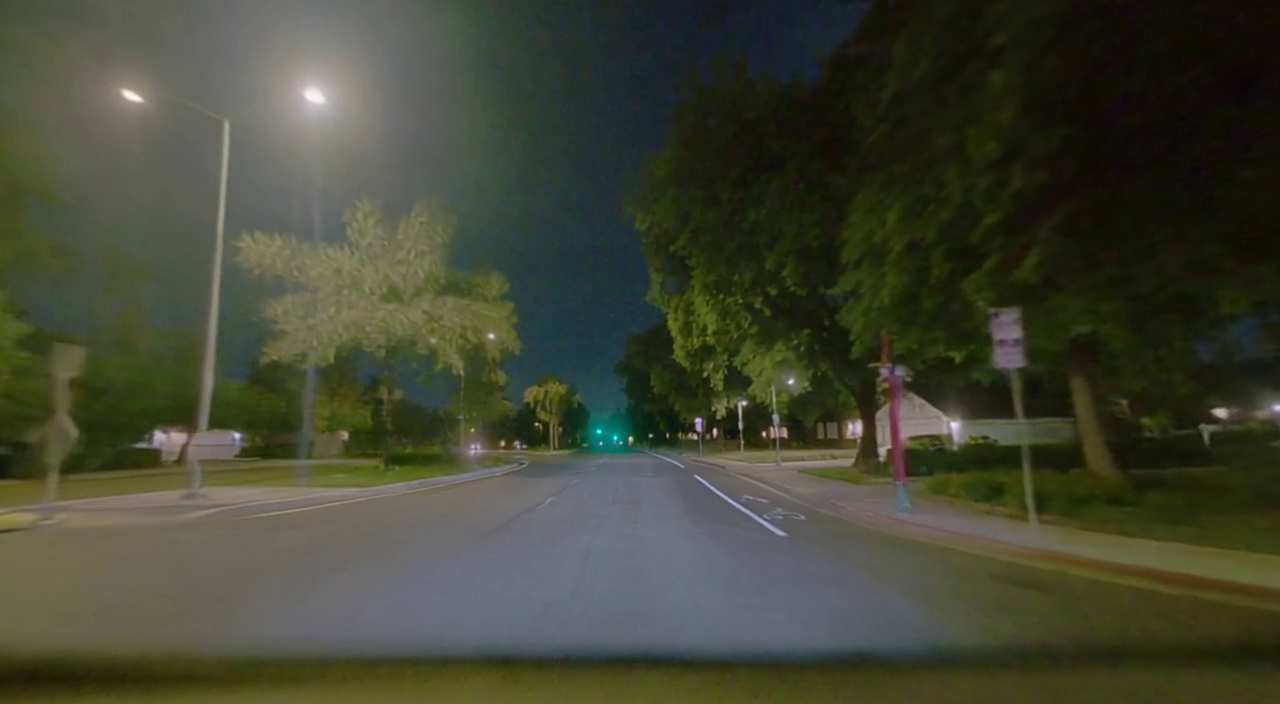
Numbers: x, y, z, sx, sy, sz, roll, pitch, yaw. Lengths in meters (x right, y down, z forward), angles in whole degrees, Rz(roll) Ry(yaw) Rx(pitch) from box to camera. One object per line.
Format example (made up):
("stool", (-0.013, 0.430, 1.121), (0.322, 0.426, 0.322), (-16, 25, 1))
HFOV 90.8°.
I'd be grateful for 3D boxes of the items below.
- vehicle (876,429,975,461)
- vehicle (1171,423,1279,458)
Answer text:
("vehicle", (14.829, 4.871, 33.018), (4.198, 1.561, 1.937), (0, -10, 1))
("vehicle", (29.464, 4.376, 31.231), (4.846, 1.669, 1.968), (1, -8, -7))
